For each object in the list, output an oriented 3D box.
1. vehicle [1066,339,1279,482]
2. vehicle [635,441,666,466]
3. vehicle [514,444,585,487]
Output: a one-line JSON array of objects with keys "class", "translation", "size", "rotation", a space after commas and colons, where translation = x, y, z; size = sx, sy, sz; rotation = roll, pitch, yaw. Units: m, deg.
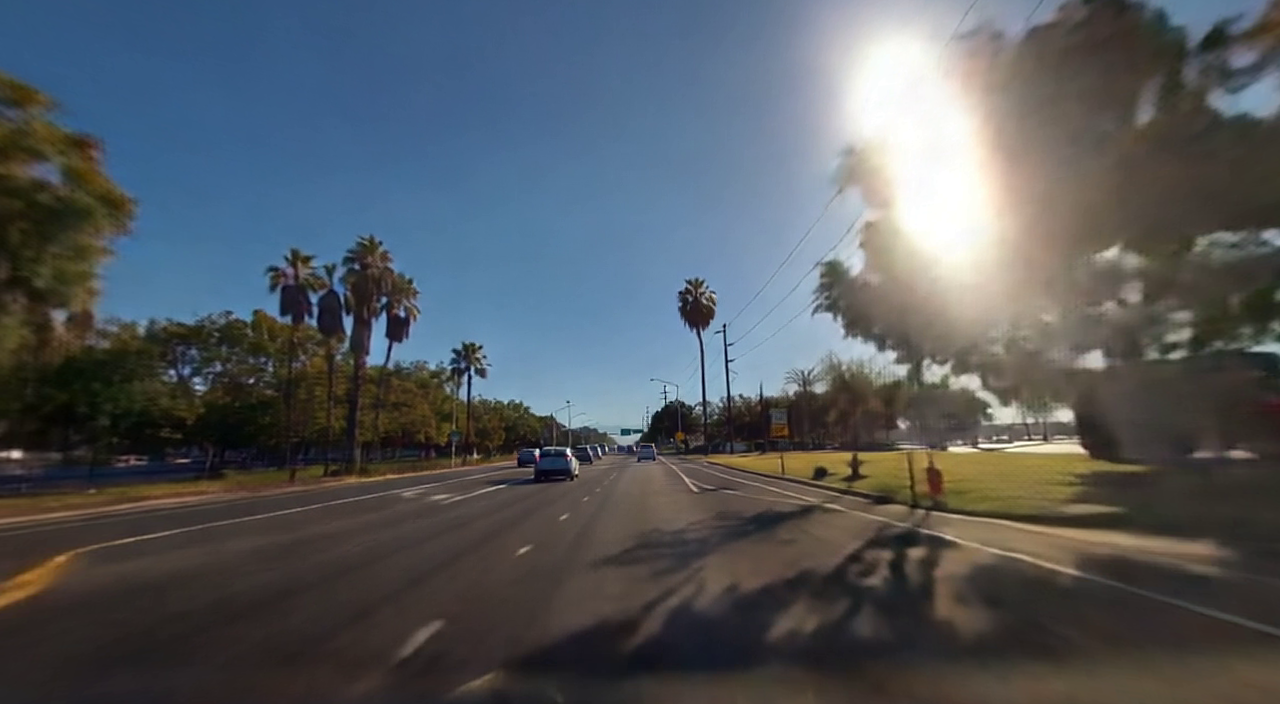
[{"class": "vehicle", "translation": [19.729, 2.027, 22.204], "size": [2.923, 4.081, 8.860], "rotation": [-2, -6, -1]}, {"class": "vehicle", "translation": [0.748, 7.398, 46.042], "size": [2.155, 1.781, 3.977], "rotation": [0, -9, 0]}, {"class": "vehicle", "translation": [-3.295, 4.219, 23.724], "size": [1.982, 1.451, 4.152], "rotation": [0, -9, 1]}]
